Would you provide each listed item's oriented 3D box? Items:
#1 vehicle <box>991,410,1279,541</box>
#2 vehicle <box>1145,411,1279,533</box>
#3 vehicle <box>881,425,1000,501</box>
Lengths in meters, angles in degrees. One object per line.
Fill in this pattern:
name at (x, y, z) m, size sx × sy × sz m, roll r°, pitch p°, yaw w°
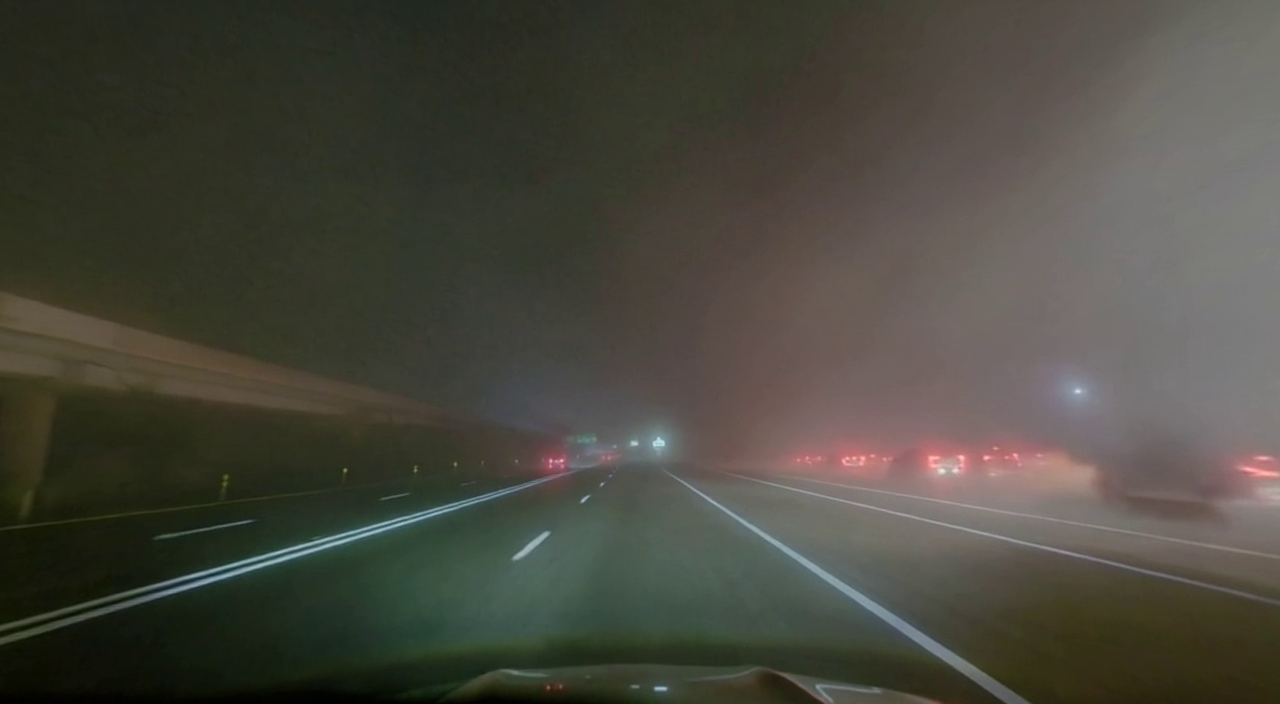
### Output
vehicle at (15.983, 3.976, 21.339) m, size 2.752 × 3.433 × 9.030 m, roll 0°, pitch -9°, yaw -1°
vehicle at (18.770, 3.344, 17.650) m, size 2.930 × 3.278 × 7.511 m, roll 0°, pitch -9°, yaw 0°
vehicle at (15.945, 5.922, 34.372) m, size 2.391 × 3.553 × 8.914 m, roll 0°, pitch -9°, yaw 2°
